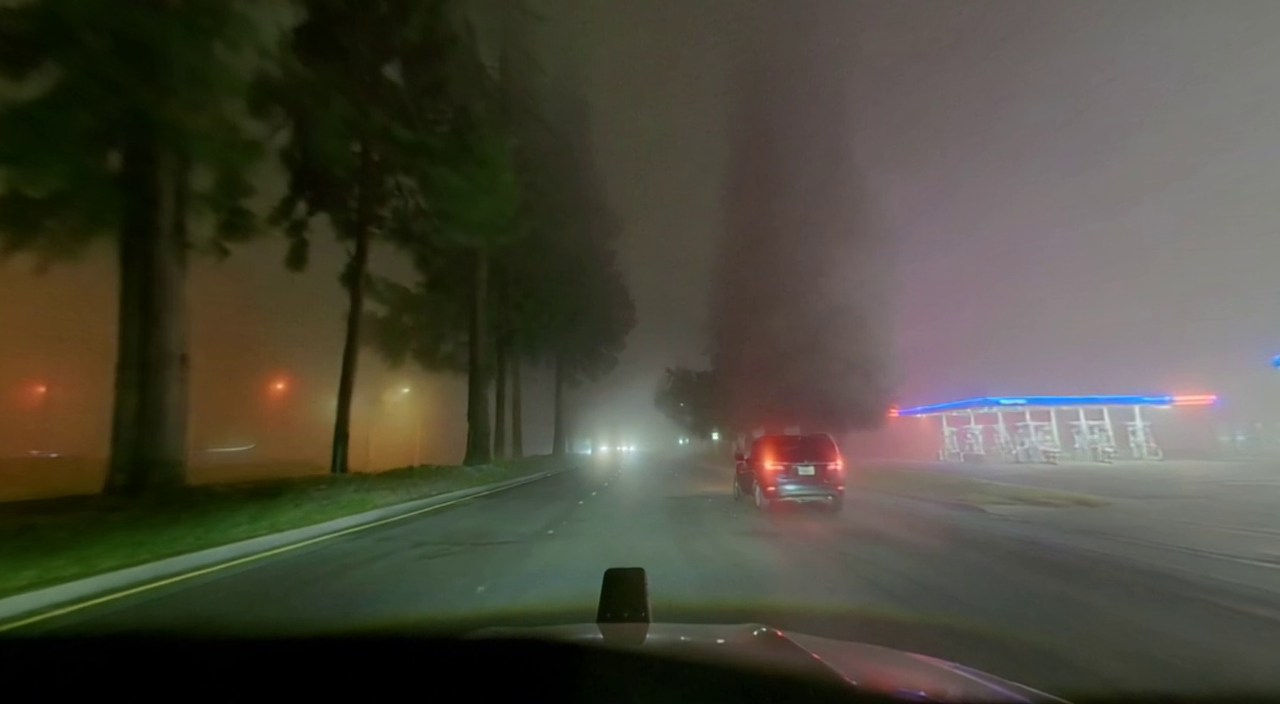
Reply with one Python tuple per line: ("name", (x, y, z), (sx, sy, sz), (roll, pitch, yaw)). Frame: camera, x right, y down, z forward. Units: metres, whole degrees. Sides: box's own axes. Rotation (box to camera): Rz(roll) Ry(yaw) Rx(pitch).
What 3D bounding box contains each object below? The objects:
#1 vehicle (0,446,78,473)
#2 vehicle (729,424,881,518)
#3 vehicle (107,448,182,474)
("vehicle", (-32.072, 5.596, 32.930), (3.666, 1.365, 1.853), (0, -8, 2))
("vehicle", (3.489, 2.640, 14.486), (2.151, 1.771, 4.792), (0, -9, -1))
("vehicle", (-32.118, 7.064, 40.896), (3.472, 1.423, 1.760), (-4, -8, 1))
